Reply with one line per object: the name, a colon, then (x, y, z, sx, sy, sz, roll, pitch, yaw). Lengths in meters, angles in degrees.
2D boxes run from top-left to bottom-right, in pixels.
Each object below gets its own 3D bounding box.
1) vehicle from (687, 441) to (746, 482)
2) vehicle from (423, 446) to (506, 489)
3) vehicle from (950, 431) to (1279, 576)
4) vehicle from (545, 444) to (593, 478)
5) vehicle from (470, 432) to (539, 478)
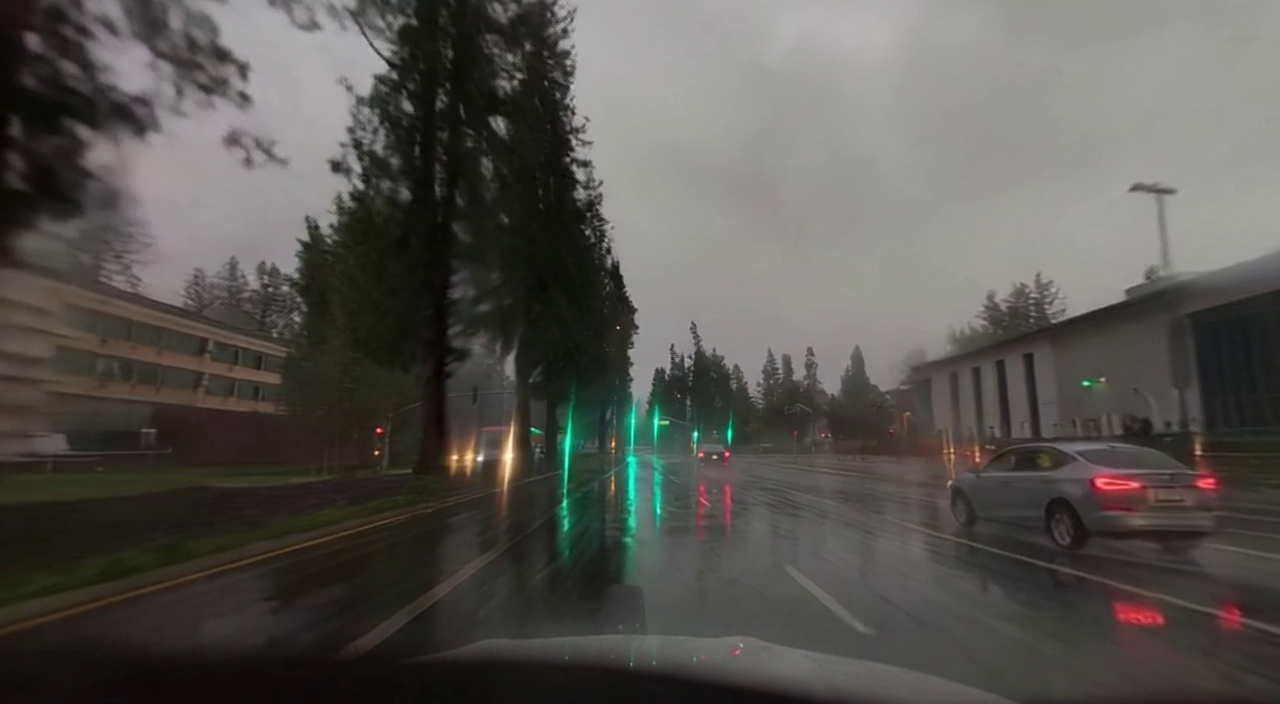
vehicle: (3.504, 5.127, 29.923, 2.095, 1.759, 4.862, 0, -9, -1)
vehicle: (-6.650, 4.398, 24.439, 1.970, 1.483, 4.269, 0, -9, 0)
vehicle: (6.730, 2.052, 9.386, 2.000, 1.618, 4.238, 0, -9, -1)
vehicle: (-3.581, 5.584, 32.516, 1.948, 1.595, 4.256, 0, -9, 0)
vehicle: (-6.718, 5.213, 32.114, 2.141, 2.111, 5.940, 0, -9, 0)
